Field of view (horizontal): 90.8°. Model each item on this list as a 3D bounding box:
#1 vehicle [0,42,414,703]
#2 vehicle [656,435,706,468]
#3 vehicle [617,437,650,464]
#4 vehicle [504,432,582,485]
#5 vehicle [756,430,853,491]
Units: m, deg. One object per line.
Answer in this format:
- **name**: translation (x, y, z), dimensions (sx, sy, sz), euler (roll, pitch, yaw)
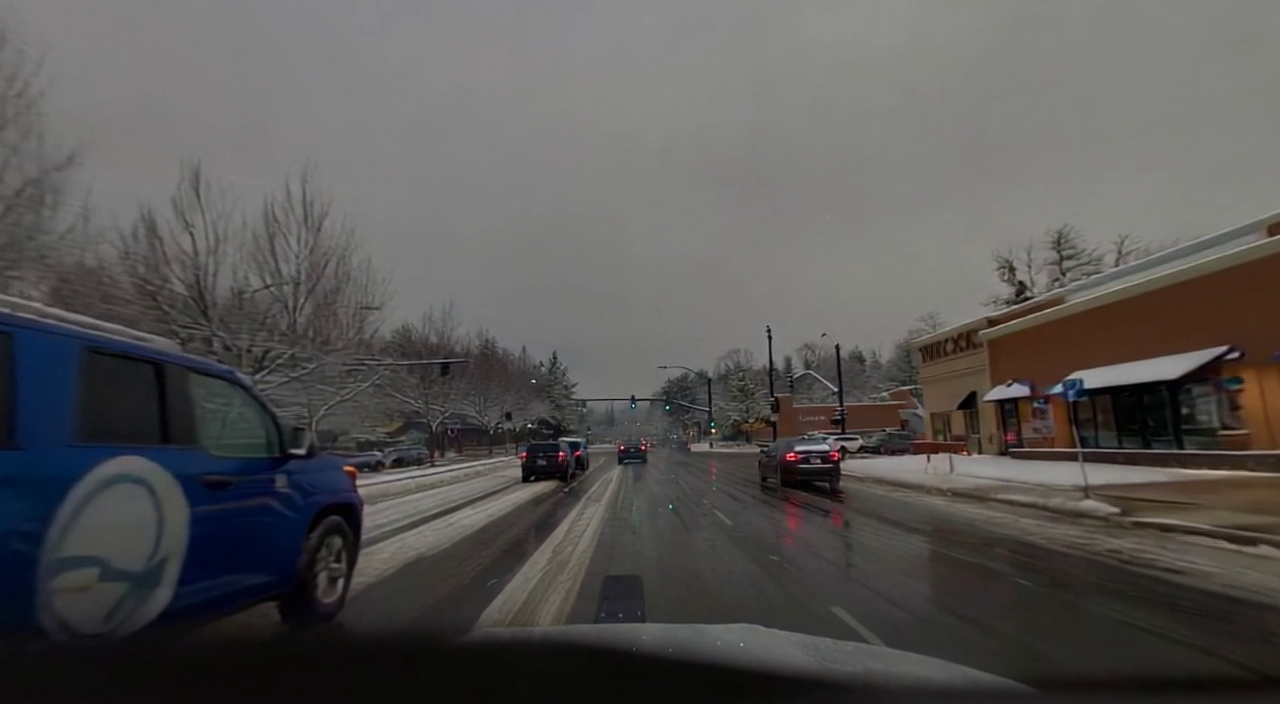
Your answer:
- **vehicle**: translation (-3.555, 0.429, 3.350), dimensions (2.443, 2.784, 5.862), euler (0, -9, 1)
- **vehicle**: translation (2.503, 5.880, 37.517), dimensions (2.209, 1.806, 4.689), euler (-2, -9, 13)
- **vehicle**: translation (-0.463, 6.823, 43.709), dimensions (2.130, 1.725, 4.223), euler (0, -9, -1)
- **vehicle**: translation (-3.349, 3.791, 22.712), dimensions (2.030, 1.724, 4.365), euler (0, -9, 1)
- **vehicle**: translation (4.831, 3.258, 19.203), dimensions (1.869, 1.646, 4.166), euler (0, -9, 1)
